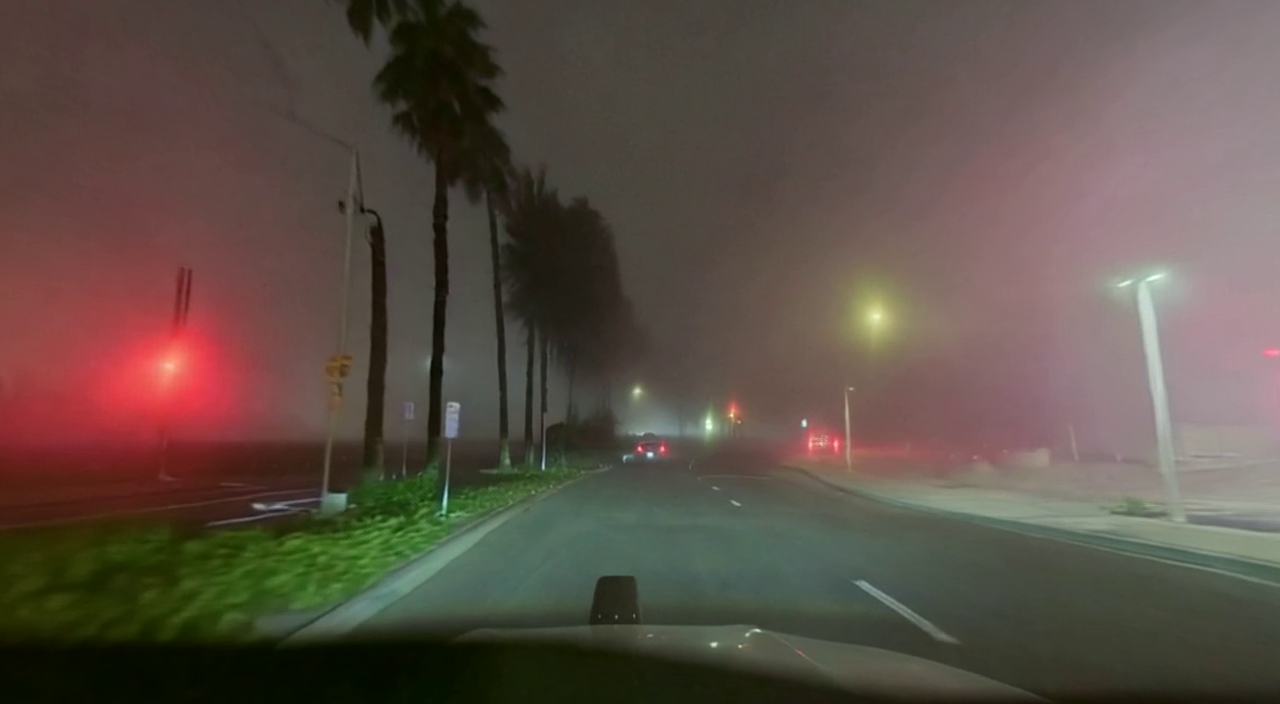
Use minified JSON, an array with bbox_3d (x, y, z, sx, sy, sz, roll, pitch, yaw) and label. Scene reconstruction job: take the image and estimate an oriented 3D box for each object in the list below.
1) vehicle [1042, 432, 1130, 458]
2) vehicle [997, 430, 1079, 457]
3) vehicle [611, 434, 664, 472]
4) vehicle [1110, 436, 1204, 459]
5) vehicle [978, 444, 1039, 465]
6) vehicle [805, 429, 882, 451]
[{"bbox_3d":[29.668,6.197,42.157,4.377,1.633,1.834,0,-8,3],"label":"vehicle"},{"bbox_3d":[28.051,6.444,44.616,4.381,1.892,1.942,0,-7,0],"label":"vehicle"},{"bbox_3d":[-0.200,4.370,27.685,2.073,1.525,4.809,0,-8,-3],"label":"vehicle"},{"bbox_3d":[34.243,6.327,41.930,4.349,1.460,2.027,-1,-9,4],"label":"vehicle"},{"bbox_3d":[28.586,7.965,49.032,3.685,1.459,1.685,0,-5,1],"label":"vehicle"},{"bbox_3d":[15.746,6.866,49.151,5.317,1.700,1.901,0,-8,1],"label":"vehicle"}]
